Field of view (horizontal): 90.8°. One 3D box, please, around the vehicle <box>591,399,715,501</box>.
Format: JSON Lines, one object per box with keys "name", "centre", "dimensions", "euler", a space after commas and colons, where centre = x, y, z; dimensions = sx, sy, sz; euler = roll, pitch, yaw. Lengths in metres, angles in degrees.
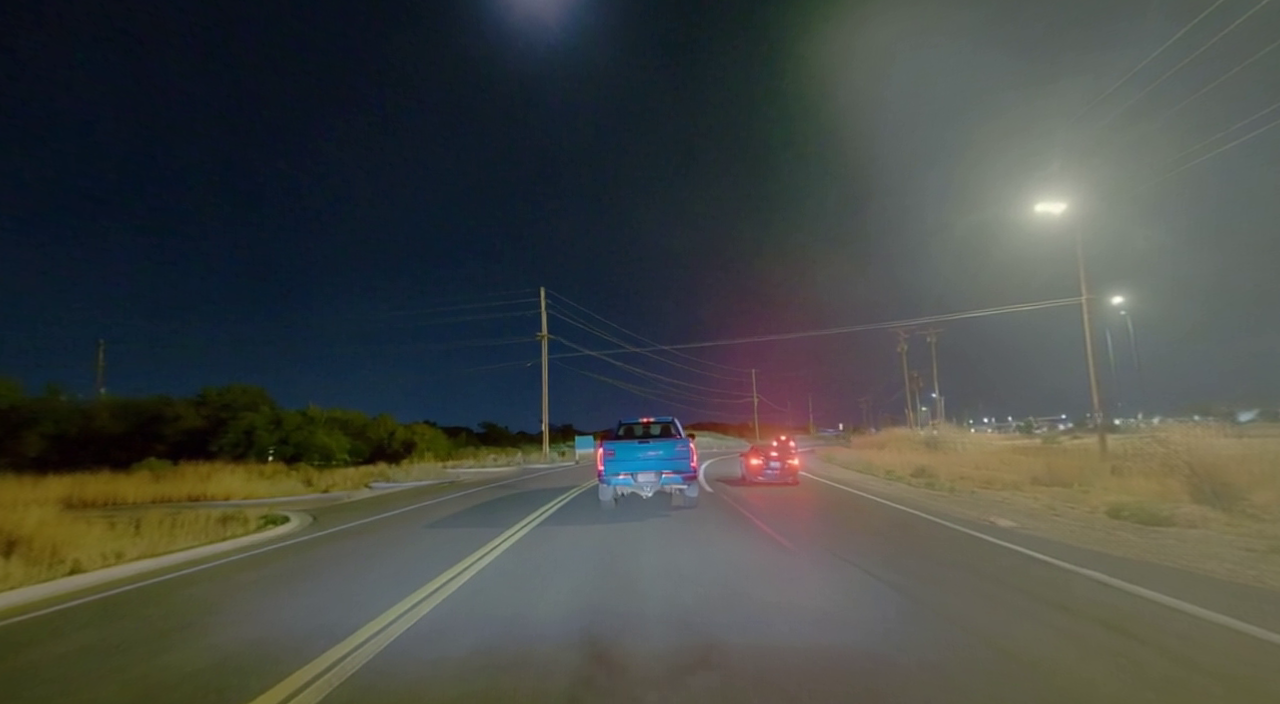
{"name": "vehicle", "centre": [0.392, 2.572, 16.825], "dimensions": [2.693, 2.223, 5.885], "euler": [0, -8, 2]}
